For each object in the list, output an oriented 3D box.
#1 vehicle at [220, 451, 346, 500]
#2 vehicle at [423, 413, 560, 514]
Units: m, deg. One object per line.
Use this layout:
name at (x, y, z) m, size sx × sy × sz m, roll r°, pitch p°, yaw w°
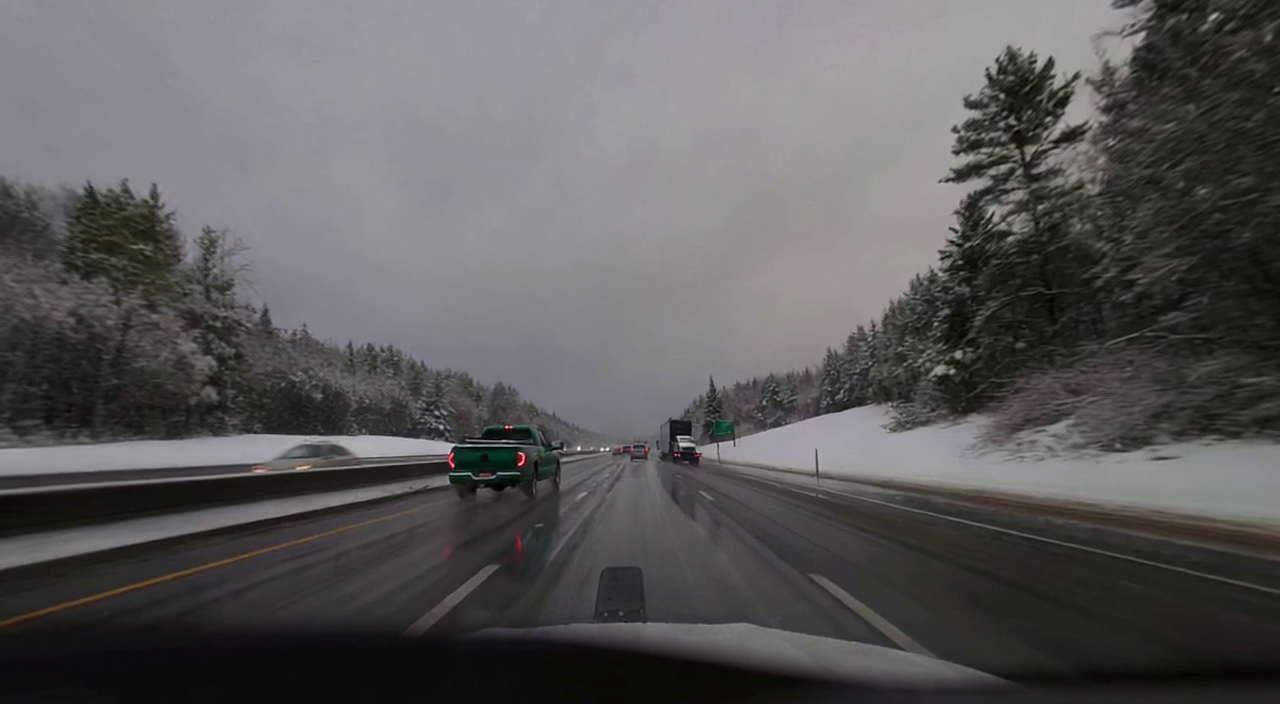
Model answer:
vehicle at (-11.833, 4.080, 21.269) m, size 1.706 × 1.473 × 4.346 m, roll 0°, pitch -9°, yaw 0°
vehicle at (-3.308, 2.617, 15.122) m, size 2.142 × 2.044 × 4.446 m, roll 0°, pitch -9°, yaw 1°
